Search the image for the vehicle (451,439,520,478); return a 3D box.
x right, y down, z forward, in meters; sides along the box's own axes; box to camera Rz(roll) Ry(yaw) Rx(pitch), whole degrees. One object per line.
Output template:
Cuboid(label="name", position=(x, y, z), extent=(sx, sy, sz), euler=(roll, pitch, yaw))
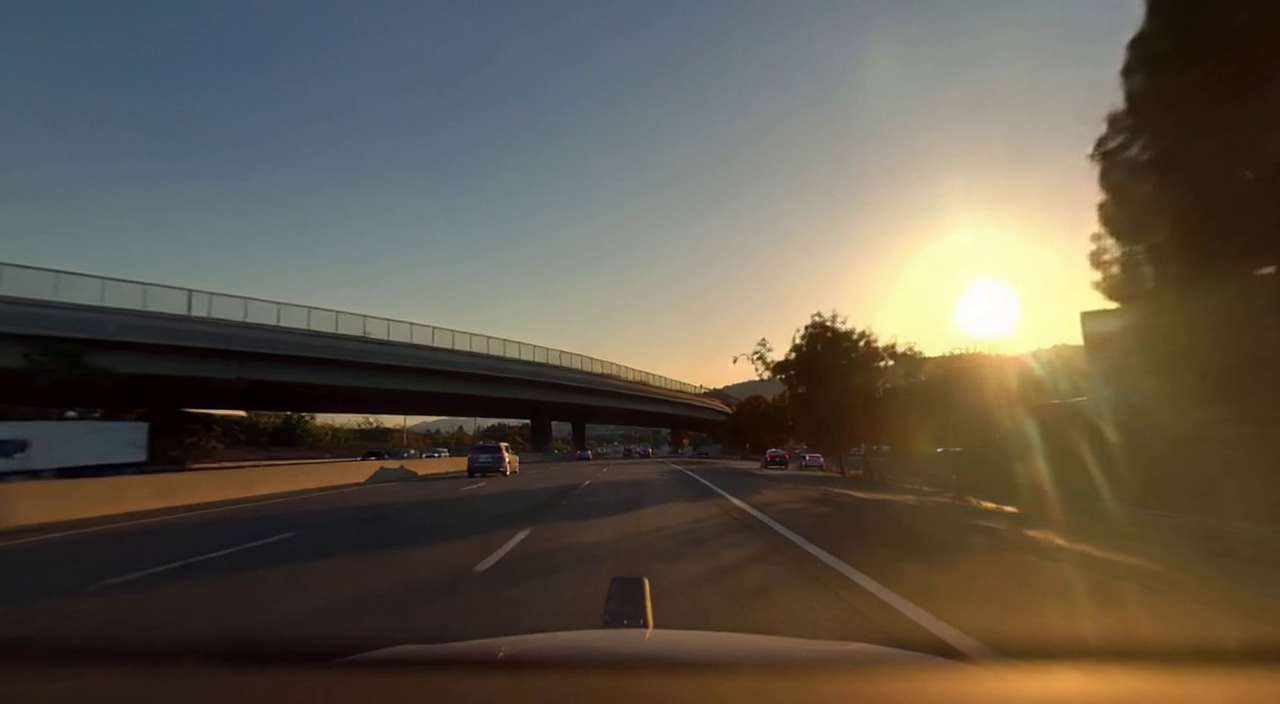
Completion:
Cuboid(label="vehicle", position=(-7.187, 4.980, 29.769), extent=(2.088, 1.678, 4.426), euler=(0, -9, 0))

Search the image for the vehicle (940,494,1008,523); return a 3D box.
Cuboid(label="vehicle", position=(22.246, 10.424, 42.193), extent=(1.790, 1.475, 4.520), euler=(1, -9, -4))

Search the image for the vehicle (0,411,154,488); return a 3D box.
Cuboid(label="vehicle", position=(-32.213, 5.346, 34.651), extent=(2.906, 3.623, 9.852), euler=(0, -9, 1))
